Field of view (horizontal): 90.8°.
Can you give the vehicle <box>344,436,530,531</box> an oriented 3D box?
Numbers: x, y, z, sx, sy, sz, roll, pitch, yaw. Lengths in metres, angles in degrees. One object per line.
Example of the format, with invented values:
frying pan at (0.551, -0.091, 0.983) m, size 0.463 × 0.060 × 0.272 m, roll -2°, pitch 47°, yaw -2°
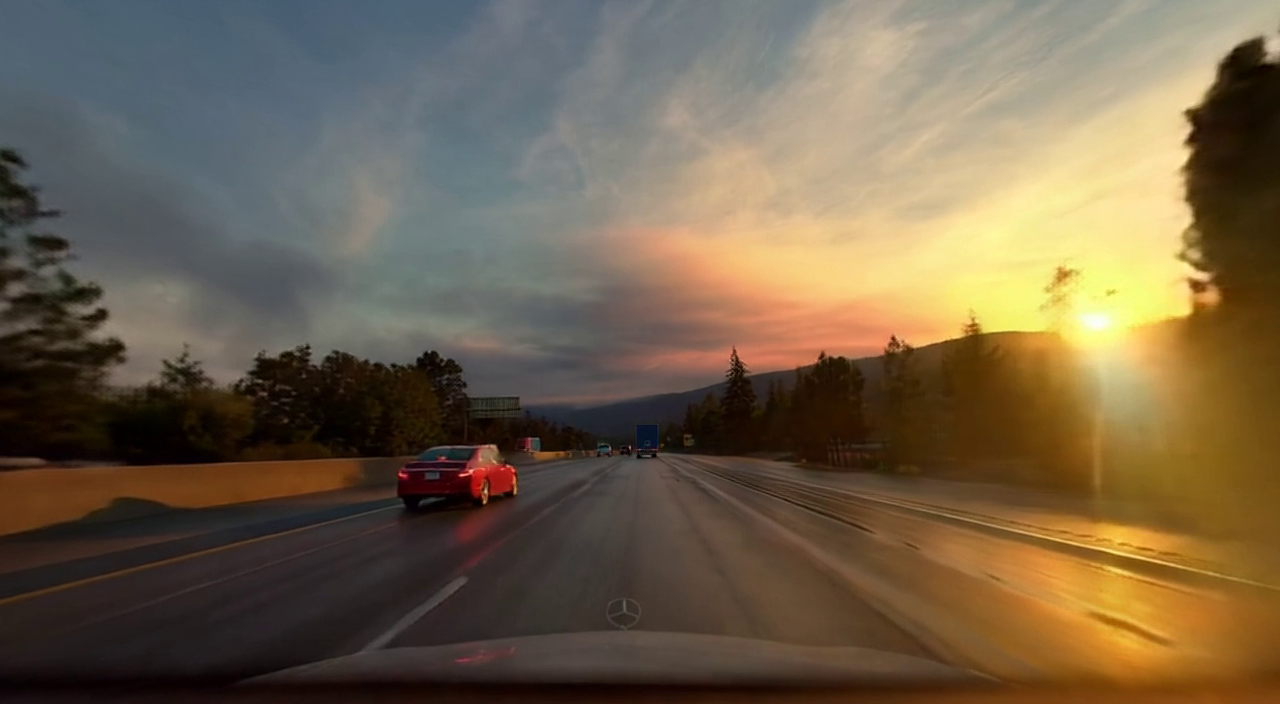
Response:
vehicle at (-3.755, 2.533, 12.801) m, size 1.999 × 1.533 × 4.870 m, roll -1°, pitch -9°, yaw 2°
